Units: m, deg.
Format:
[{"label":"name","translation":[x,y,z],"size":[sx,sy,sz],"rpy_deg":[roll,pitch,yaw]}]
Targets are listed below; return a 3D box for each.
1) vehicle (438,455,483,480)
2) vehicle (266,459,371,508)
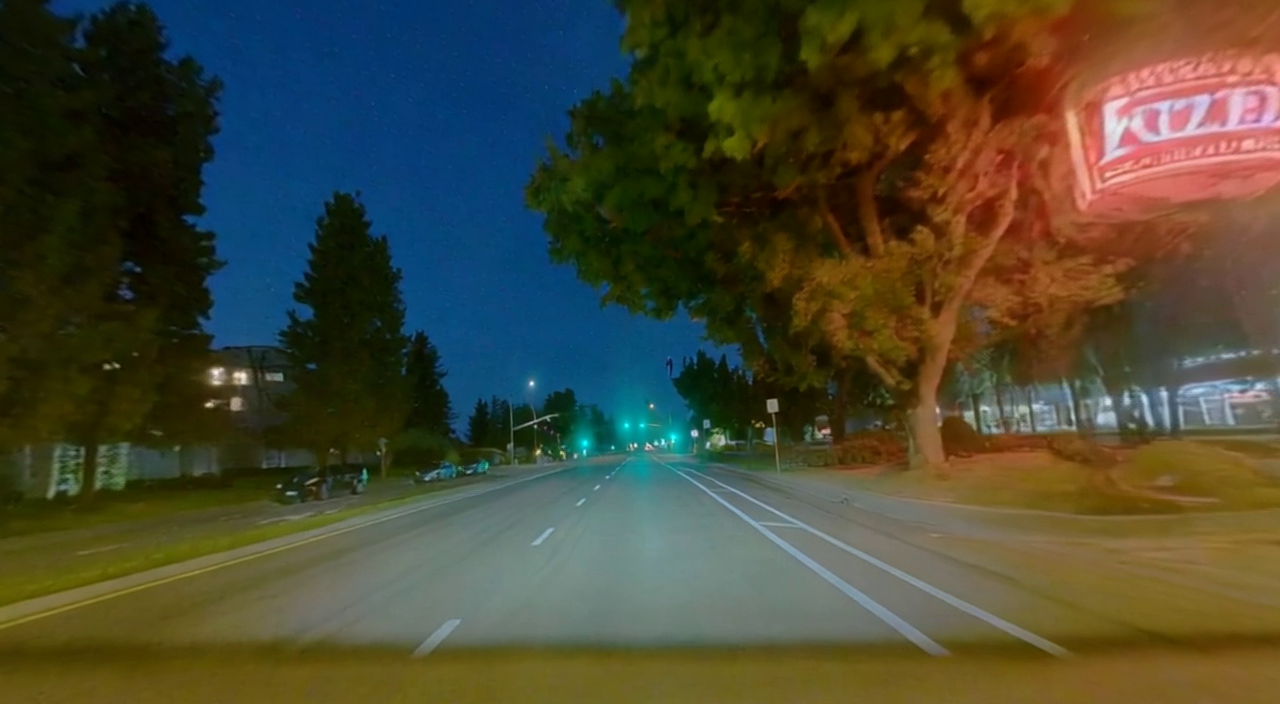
[{"label":"vehicle","translation":[-12.352,7.952,43.754],"size":[1.854,1.442,4.213],"rpy_deg":[-4,-8,-1]},{"label":"vehicle","translation":[-12.412,5.064,24.718],"size":[1.986,1.488,4.330],"rpy_deg":[-5,-8,-2]}]
